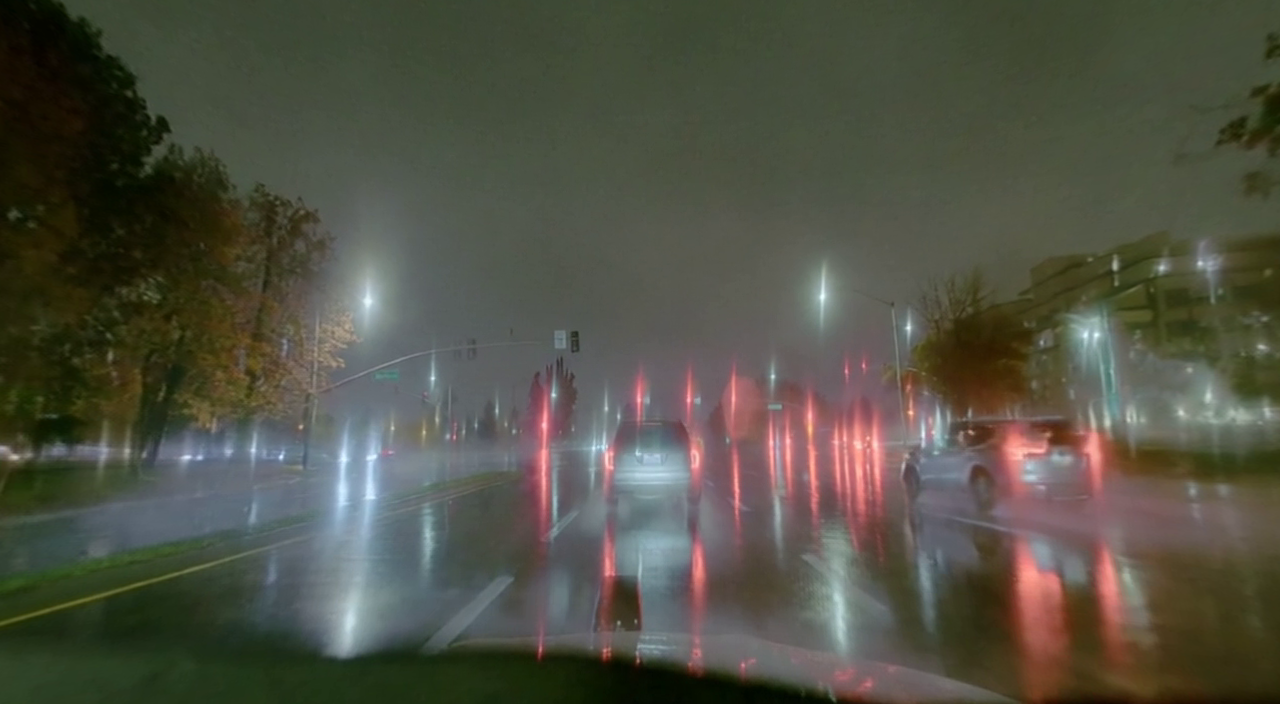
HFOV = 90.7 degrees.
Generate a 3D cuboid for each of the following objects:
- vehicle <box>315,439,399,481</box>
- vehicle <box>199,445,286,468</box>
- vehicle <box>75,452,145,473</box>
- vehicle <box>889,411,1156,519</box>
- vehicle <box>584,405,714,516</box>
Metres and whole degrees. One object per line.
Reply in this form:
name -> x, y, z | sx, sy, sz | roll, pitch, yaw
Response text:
vehicle -> -12.209, 4.664, 27.659 | 2.209, 1.627, 4.582 | 1, -9, -10
vehicle -> -29.993, 7.891, 47.831 | 5.244, 1.715, 1.950 | 0, -9, 1
vehicle -> -39.859, 8.306, 47.638 | 3.386, 1.456, 2.024 | 0, -9, 0
vehicle -> 7.026, 2.147, 12.411 | 2.447, 1.707, 4.396 | 0, -9, 0
vehicle -> 0.199, 2.266, 13.554 | 2.267, 1.926, 4.708 | 0, -9, 1
